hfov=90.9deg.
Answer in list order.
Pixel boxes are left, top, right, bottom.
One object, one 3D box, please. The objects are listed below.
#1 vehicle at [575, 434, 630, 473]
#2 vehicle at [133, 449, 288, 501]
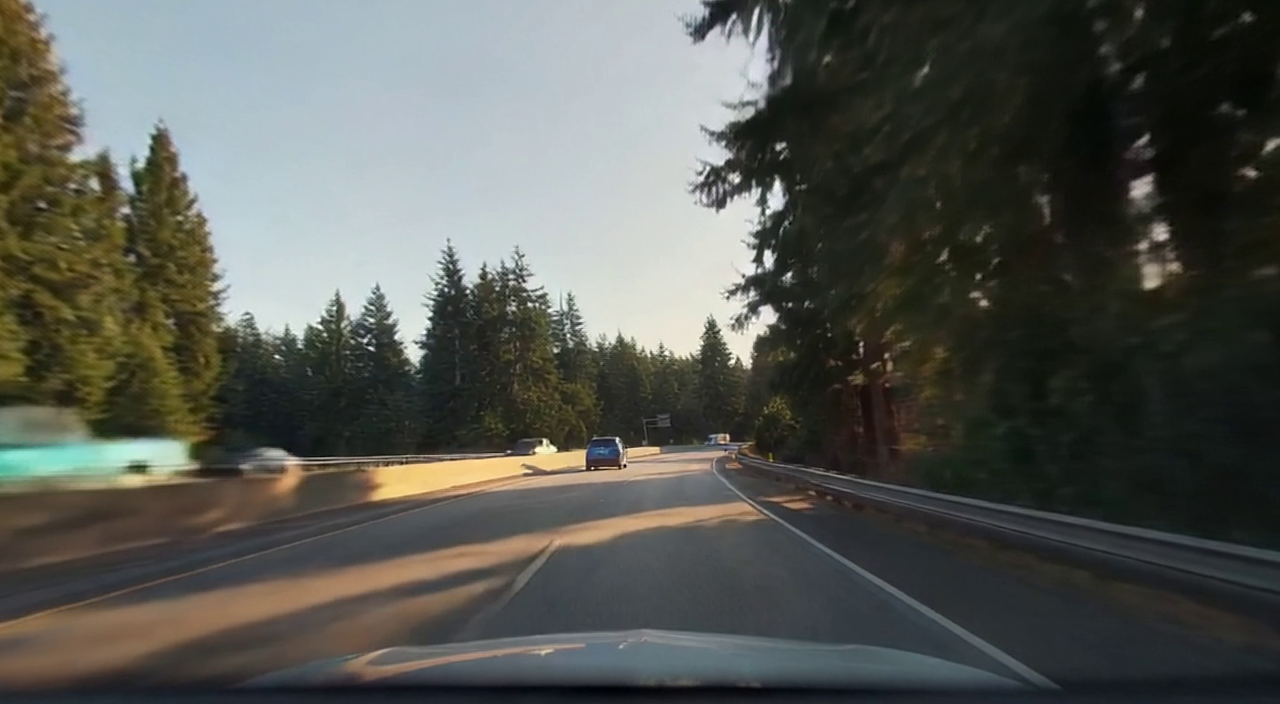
[{"bbox_3d":[-1.713,4.896,30.585,2.005,1.752,4.479,-1,-8,5],"label":"vehicle"},{"bbox_3d":[-15.485,4.410,23.167,2.186,1.629,4.787,-1,-8,3],"label":"vehicle"}]
